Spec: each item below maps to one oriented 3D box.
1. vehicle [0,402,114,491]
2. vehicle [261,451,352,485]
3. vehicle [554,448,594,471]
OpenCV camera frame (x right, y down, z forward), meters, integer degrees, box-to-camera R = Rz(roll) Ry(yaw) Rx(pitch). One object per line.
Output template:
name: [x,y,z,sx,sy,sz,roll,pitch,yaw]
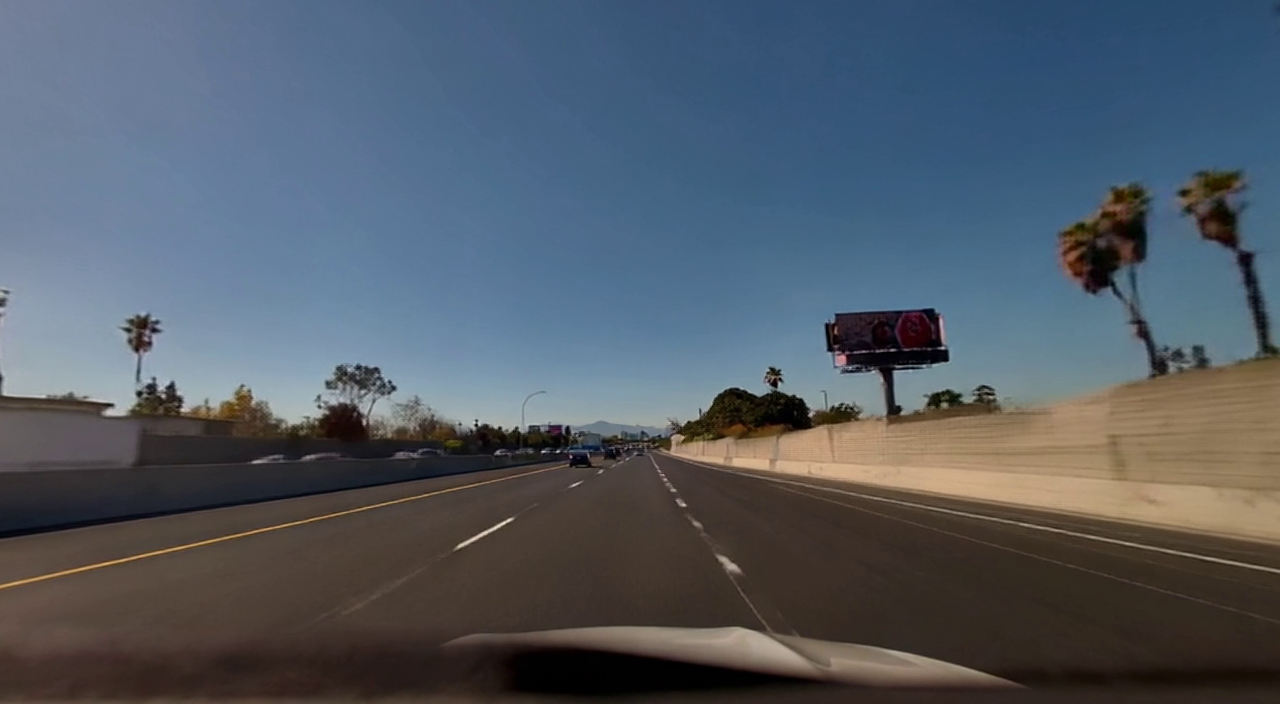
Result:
vehicle: [-25.909,3.573,23.769,3.232,3.343,10.548,0,-9,-1]
vehicle: [-15.273,5.305,29.239,1.887,1.428,4.258,0,-9,0]
vehicle: [-4.314,7.086,41.899,2.078,1.457,4.648,0,-8,1]
